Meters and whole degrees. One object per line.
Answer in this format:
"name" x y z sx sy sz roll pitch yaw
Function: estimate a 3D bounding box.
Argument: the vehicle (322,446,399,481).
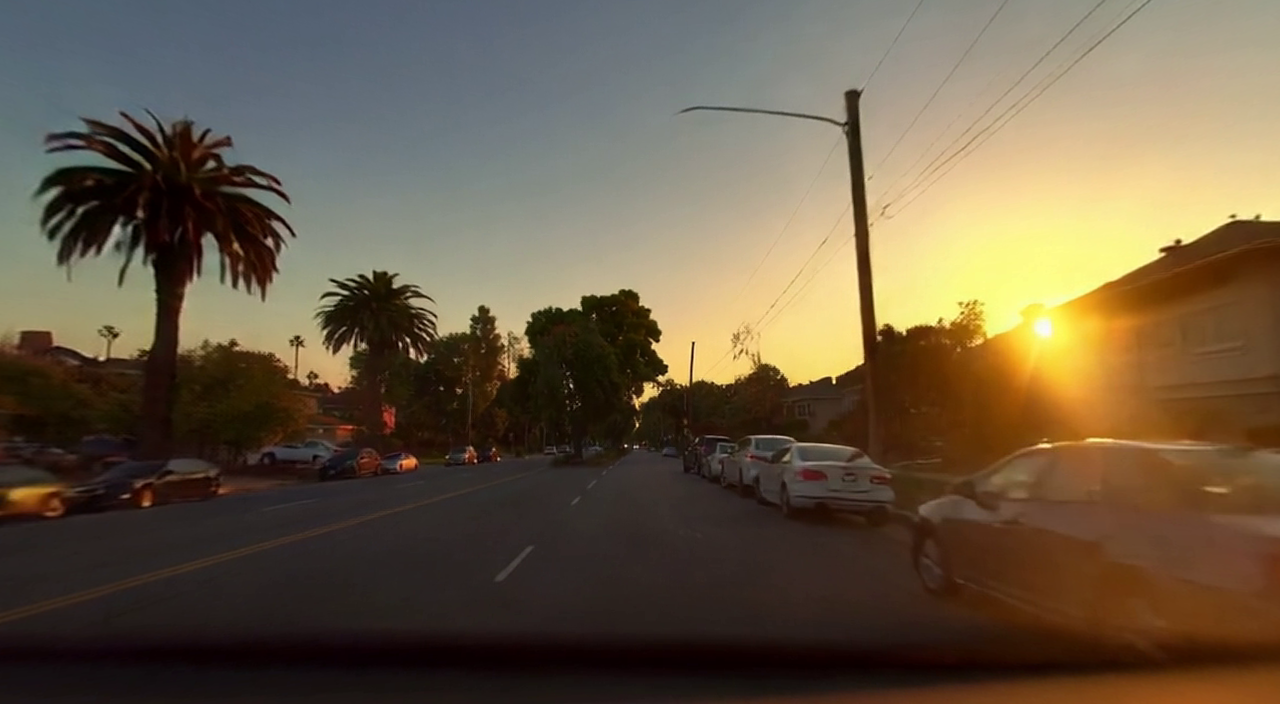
"vehicle" -13.801 5.517 31.504 1.970 1.525 4.420 0 -8 -2

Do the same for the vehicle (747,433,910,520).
"vehicle" 3.646 2.500 13.238 1.888 1.480 4.653 0 -9 -1

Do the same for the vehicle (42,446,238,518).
"vehicle" -13.627 3.511 17.668 1.876 1.610 4.467 -1 -7 -1

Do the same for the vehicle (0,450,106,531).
"vehicle" -13.460 2.781 12.479 1.899 1.474 4.529 -1 -7 -1

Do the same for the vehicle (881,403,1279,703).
"vehicle" 3.619 1.234 4.452 2.083 1.449 4.578 0 -9 1

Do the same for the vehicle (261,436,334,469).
"vehicle" -20.948 6.157 38.885 1.957 1.871 4.515 0 -9 0
